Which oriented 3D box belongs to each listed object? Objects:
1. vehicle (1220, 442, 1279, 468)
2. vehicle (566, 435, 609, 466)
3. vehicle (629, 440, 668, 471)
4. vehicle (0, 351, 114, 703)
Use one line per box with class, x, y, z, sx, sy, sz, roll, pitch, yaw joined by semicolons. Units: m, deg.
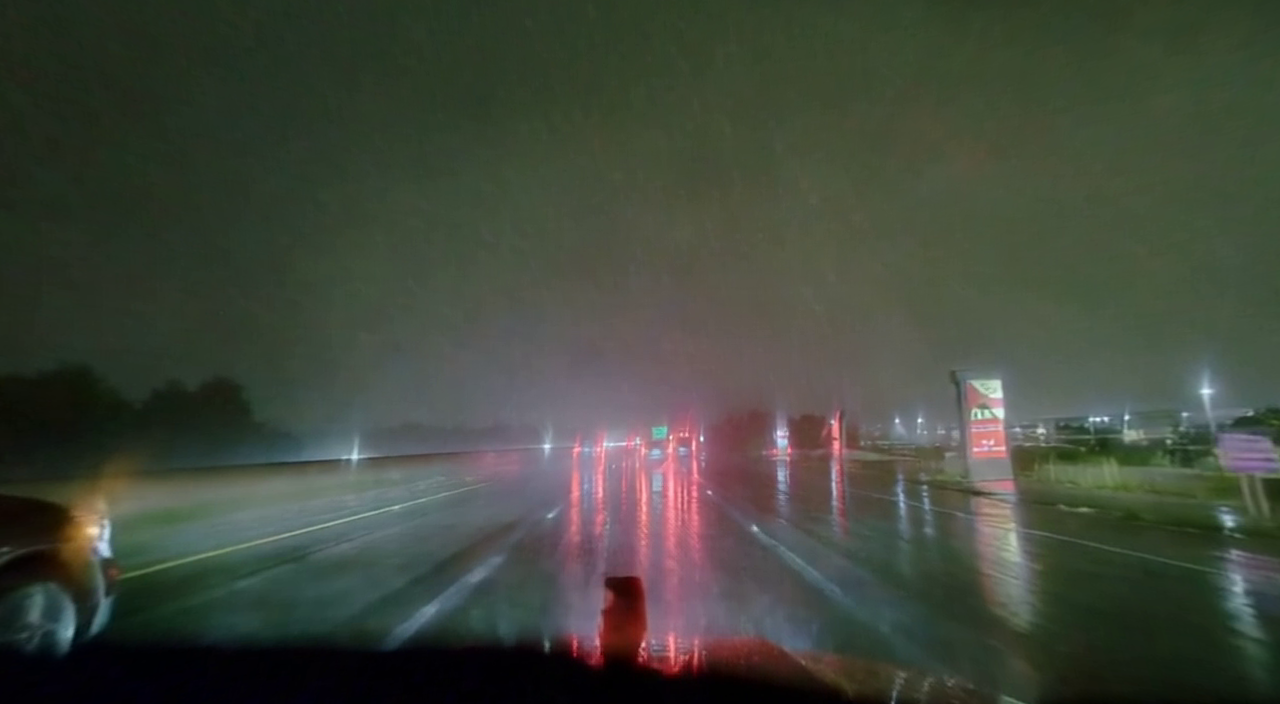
vehicle;40.193;6.710;41.293;4.459;1.602;1.987;5;-10;-31
vehicle;-3.593;6.861;44.092;2.403;1.946;5.623;0;-8;1
vehicle;0.433;5.538;33.979;2.000;1.558;3.945;0;-8;0
vehicle;-3.946;0.622;0.973;2.239;1.761;4.620;0;-8;0
